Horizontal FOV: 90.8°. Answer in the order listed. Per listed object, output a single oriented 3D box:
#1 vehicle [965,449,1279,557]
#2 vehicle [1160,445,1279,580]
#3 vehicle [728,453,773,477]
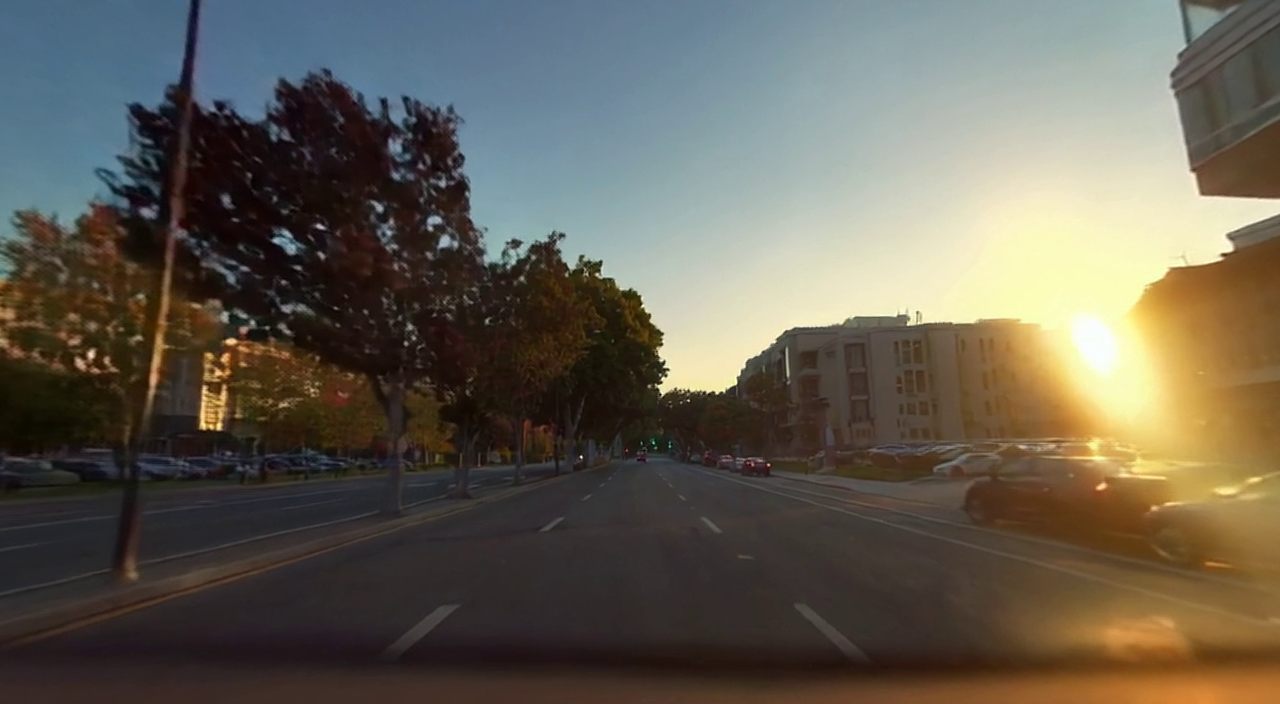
[{"bbox_3d":[7.861,2.440,11.040,1.913,1.465,4.446,0,-9,-1],"label":"vehicle"},{"bbox_3d":[7.745,1.652,6.299,1.714,1.439,4.020,0,-9,1],"label":"vehicle"},{"bbox_3d":[7.435,7.661,43.030,2.066,1.451,4.783,0,-9,-2],"label":"vehicle"}]
